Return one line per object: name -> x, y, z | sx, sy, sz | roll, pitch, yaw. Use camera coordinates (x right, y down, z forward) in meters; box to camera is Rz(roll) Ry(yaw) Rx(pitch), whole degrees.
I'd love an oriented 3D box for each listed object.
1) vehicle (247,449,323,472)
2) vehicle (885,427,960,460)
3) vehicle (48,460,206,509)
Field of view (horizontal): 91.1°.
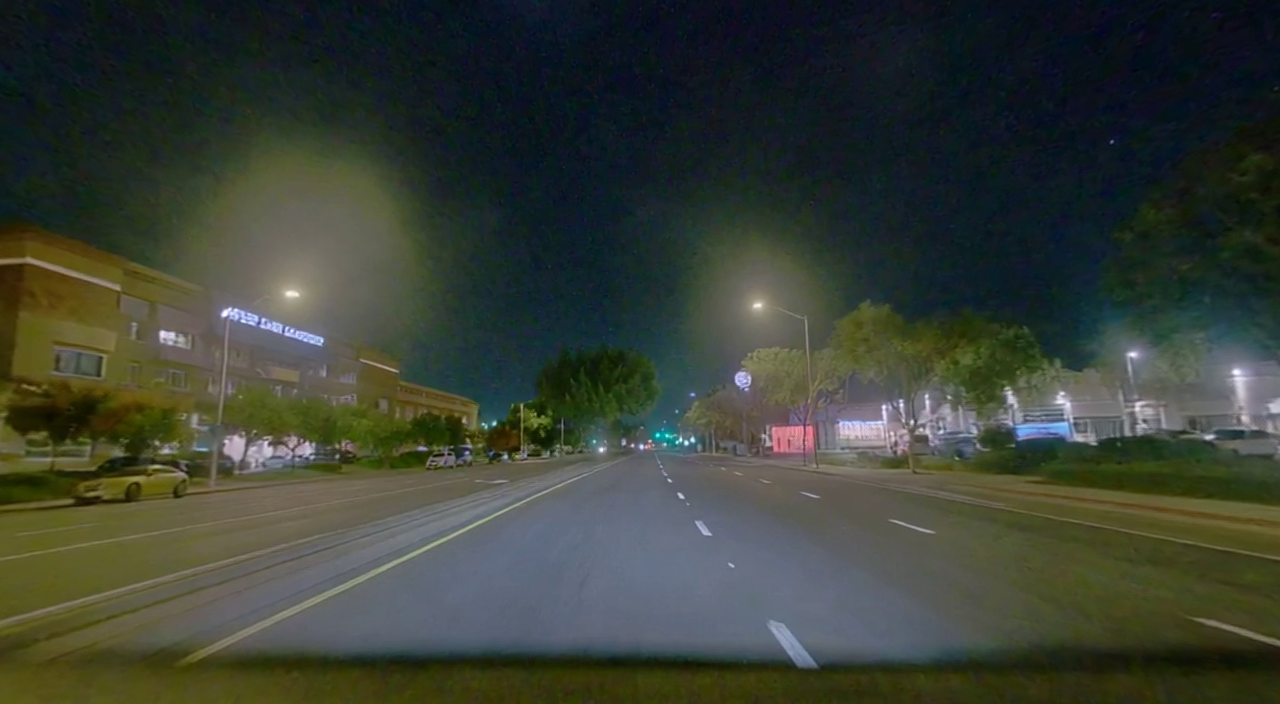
vehicle -> -27.459, 8.406, 48.695 | 4.573, 1.633, 2.016 | 1, -8, -5
vehicle -> 16.784, 5.516, 37.653 | 2.151, 1.814, 5.129 | 0, -8, 1
vehicle -> -19.679, 5.062, 24.467 | 2.068, 1.479, 4.889 | -1, -8, 0
